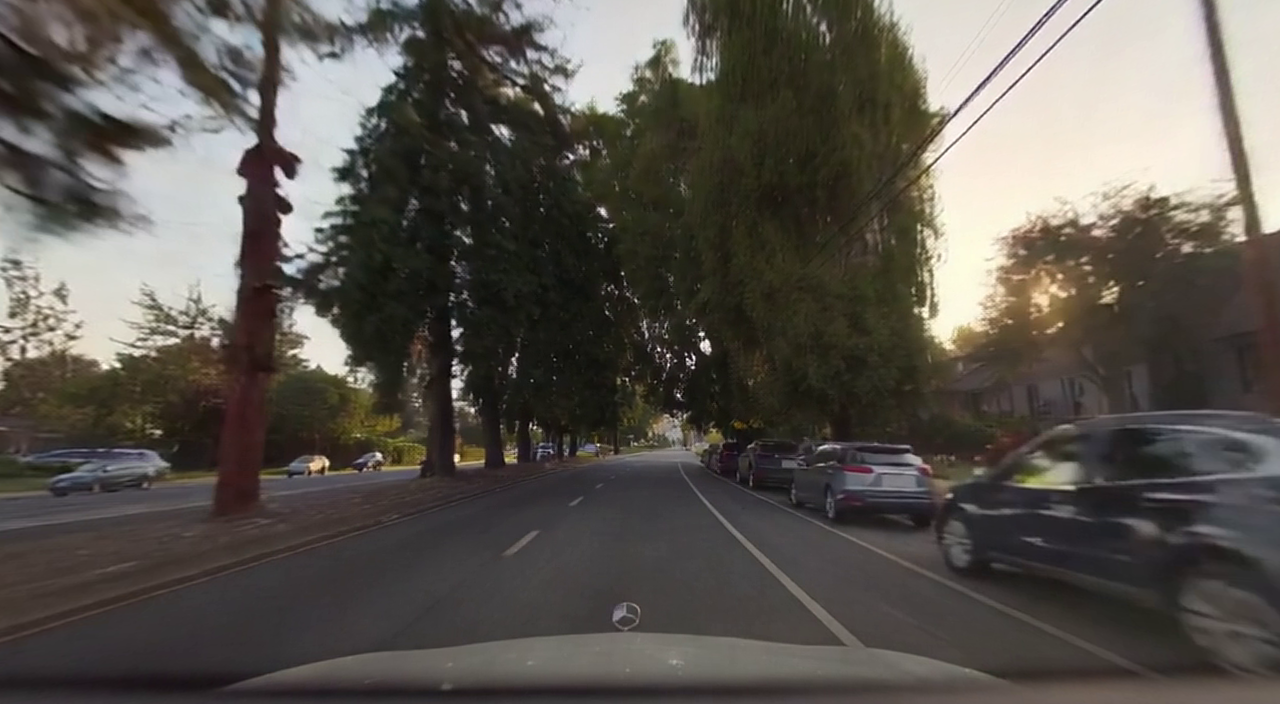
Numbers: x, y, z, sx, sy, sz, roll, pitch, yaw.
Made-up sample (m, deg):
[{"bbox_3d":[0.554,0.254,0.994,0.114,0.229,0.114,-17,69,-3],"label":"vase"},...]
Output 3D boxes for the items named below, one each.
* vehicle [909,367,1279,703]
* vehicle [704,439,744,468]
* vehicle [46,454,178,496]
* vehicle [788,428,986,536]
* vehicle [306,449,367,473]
[{"bbox_3d":[4.186,1.234,5.072,1.978,1.744,4.332,0,-9,-2],"label":"vehicle"},{"bbox_3d":[5.024,6.149,38.316,1.991,1.635,4.323,-1,-9,3],"label":"vehicle"},{"bbox_3d":[-23.717,5.520,28.684,1.950,1.466,4.728,-2,-7,0],"label":"vehicle"},{"bbox_3d":[4.164,2.255,11.549,1.823,1.576,4.323,0,-9,-1],"label":"vehicle"},{"bbox_3d":[-22.835,8.185,47.742,1.856,1.658,4.884,-1,-9,5],"label":"vehicle"}]
